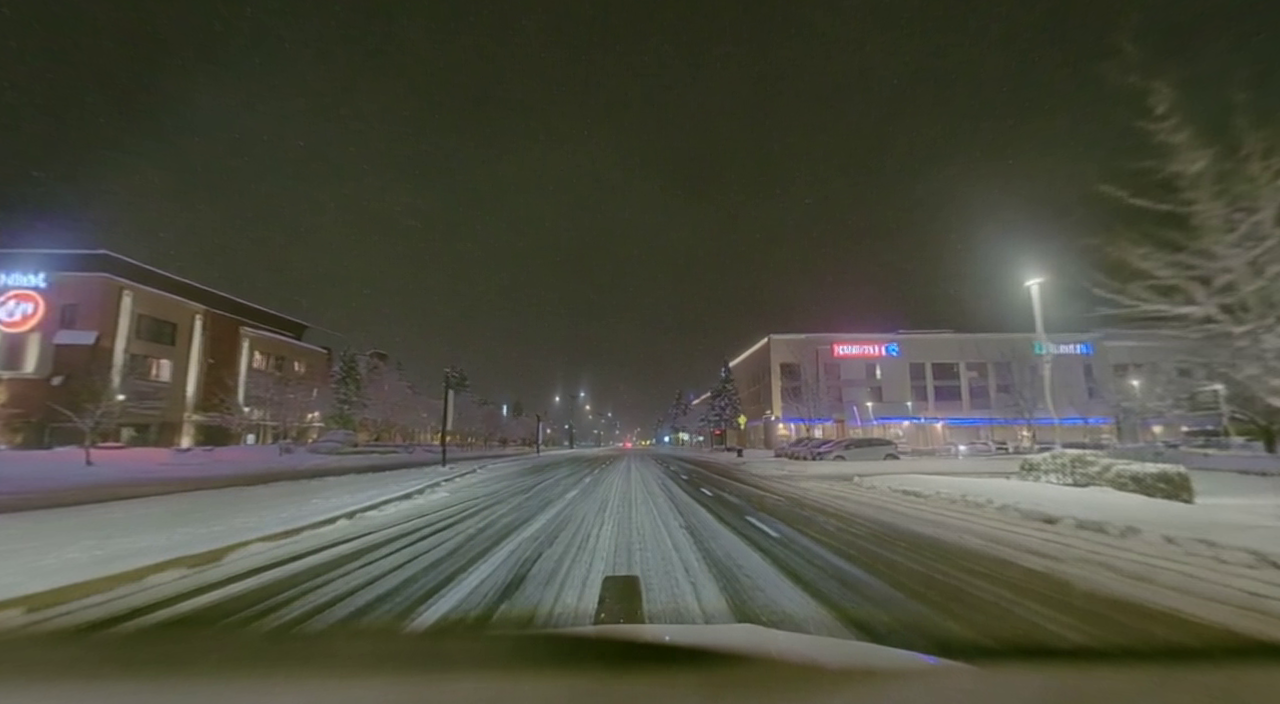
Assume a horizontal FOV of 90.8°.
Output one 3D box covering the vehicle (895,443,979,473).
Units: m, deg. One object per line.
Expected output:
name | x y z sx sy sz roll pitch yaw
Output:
vehicle | 15.724 5.611 33.774 1.936 1.464 4.867 0 -8 -3

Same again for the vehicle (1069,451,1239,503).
vehicle | 16.906 4.098 20.936 3.889 1.590 1.950 0 -8 0

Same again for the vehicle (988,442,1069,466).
vehicle | 24.701 6.480 40.374 1.950 1.473 4.126 2 -9 -14

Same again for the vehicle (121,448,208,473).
vehicle | -30.543 6.957 40.625 4.104 1.576 1.852 0 -8 2

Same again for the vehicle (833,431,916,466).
vehicle | 14.781 6.147 40.319 2.189 1.951 5.828 -1 -9 -10

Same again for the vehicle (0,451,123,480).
vehicle | -30.647 5.979 33.400 4.880 1.464 1.953 0 -8 1

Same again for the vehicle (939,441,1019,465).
vehicle | 21.803 6.489 40.816 1.908 1.469 4.354 3 -9 -18
